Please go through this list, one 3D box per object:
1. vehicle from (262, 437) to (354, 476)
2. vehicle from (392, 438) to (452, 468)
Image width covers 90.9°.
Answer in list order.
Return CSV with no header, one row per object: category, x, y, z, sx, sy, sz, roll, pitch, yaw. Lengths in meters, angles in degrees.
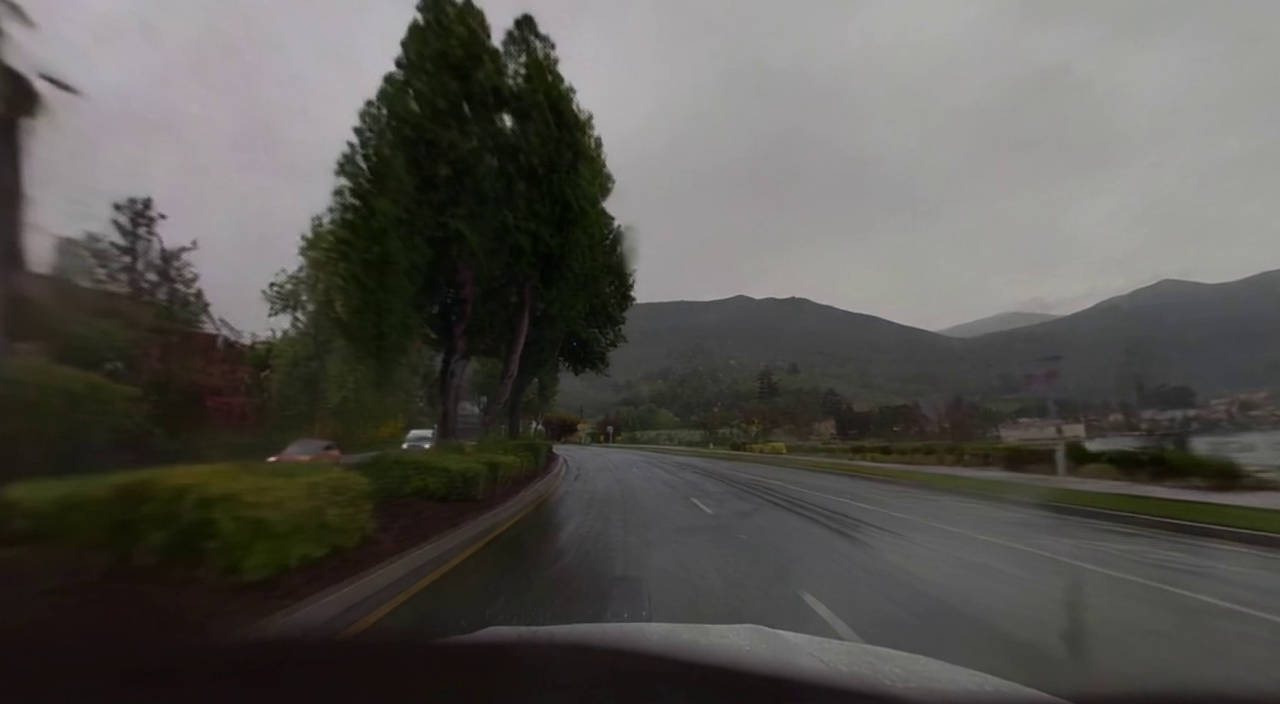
vehicle,-14.001,4.420,26.882,1.842,1.495,4.375,0,-8,-5
vehicle,-11.381,5.308,33.255,1.953,1.458,4.544,1,-8,-5
